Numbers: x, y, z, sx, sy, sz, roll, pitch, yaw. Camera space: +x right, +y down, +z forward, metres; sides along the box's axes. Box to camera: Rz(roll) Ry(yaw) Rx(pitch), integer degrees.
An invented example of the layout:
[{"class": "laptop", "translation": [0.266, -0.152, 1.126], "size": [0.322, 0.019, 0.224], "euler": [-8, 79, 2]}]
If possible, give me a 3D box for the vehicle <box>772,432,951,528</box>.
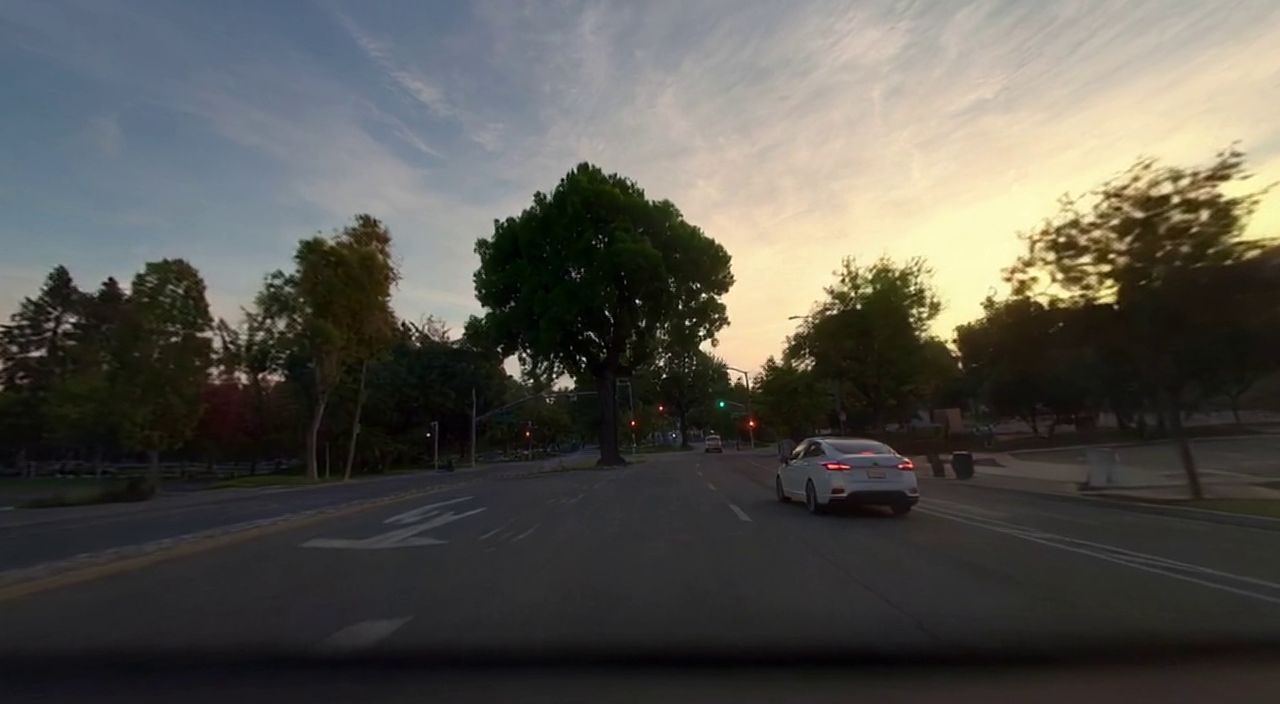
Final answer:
[{"class": "vehicle", "translation": [3.876, 2.301, 11.901], "size": [1.852, 1.453, 4.083], "euler": [0, -9, 0]}]
